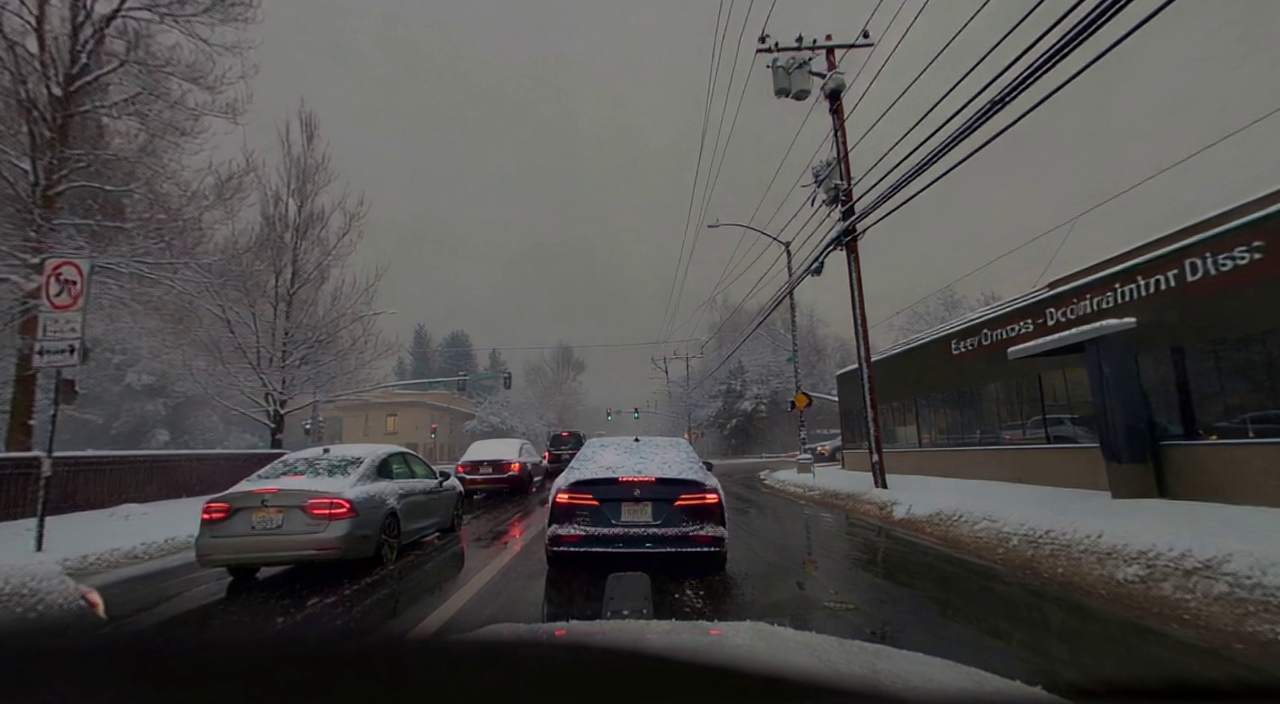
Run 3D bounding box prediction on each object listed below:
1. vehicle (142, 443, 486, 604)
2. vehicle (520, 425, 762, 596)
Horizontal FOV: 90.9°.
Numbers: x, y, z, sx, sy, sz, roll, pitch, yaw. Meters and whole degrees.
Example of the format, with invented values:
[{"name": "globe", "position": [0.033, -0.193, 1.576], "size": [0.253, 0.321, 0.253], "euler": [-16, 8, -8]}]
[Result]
[{"name": "vehicle", "position": [-3.228, 1.735, 7.322], "size": [1.765, 1.319, 4.013], "euler": [0, -9, 2]}, {"name": "vehicle", "position": [-0.004, 1.678, 7.535], "size": [2.101, 1.469, 3.955], "euler": [0, -9, 0]}]
